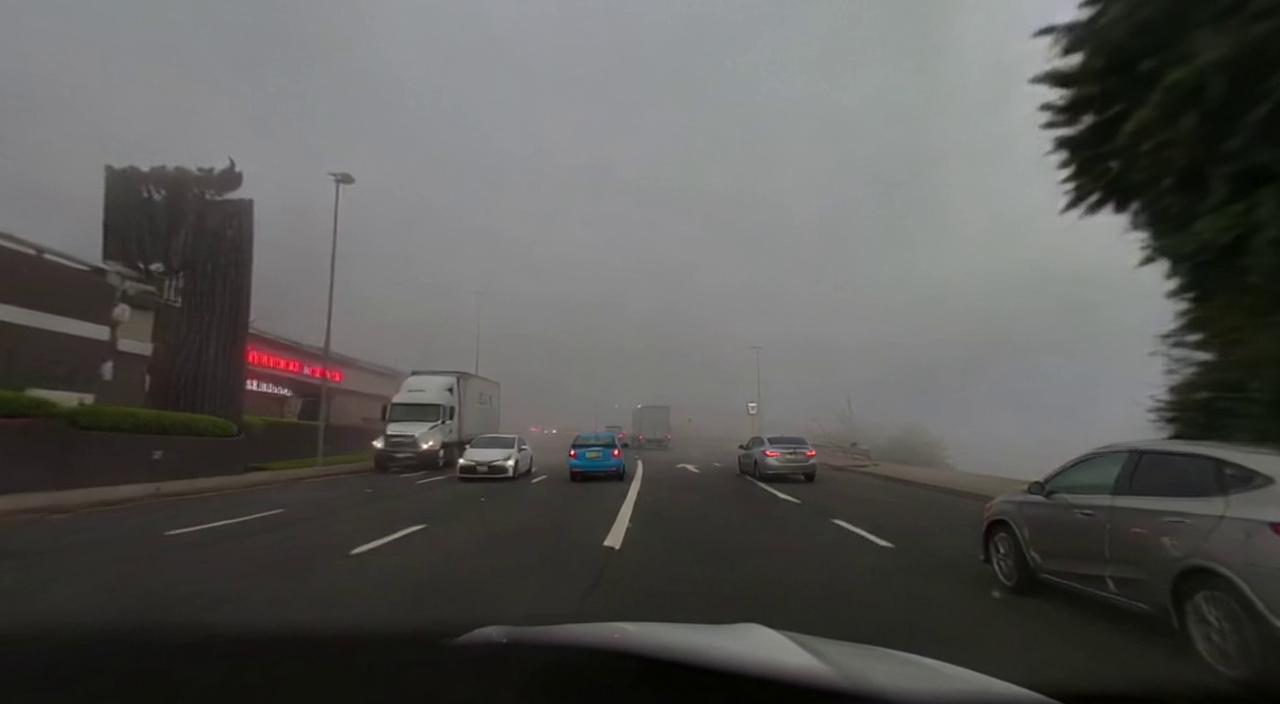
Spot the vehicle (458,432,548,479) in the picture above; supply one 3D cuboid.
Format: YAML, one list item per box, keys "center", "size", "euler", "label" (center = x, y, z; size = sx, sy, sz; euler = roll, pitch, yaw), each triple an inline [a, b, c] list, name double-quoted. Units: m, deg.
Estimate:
- center: [-4.499, 3.458, 21.423]
  size: [1.964, 1.428, 4.481]
  euler: [0, -8, 1]
  label: "vehicle"

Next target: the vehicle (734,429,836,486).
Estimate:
- center: [4.095, 3.022, 18.480]
  size: [1.889, 1.480, 3.876]
  euler: [1, -8, -3]
  label: "vehicle"

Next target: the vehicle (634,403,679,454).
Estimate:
- center: [1.096, 5.674, 46.350]
  size: [2.917, 3.482, 6.946]
  euler: [0, -8, -2]
  label: "vehicle"

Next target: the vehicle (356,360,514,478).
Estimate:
- center: [-7.703, 2.859, 25.683]
  size: [2.986, 3.821, 10.059]
  euler: [0, -8, 0]
  label: "vehicle"

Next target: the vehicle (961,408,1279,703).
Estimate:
- center: [3.863, 1.034, 3.221]
  size: [2.081, 1.434, 4.833]
  euler: [0, -8, 3]
  label: "vehicle"

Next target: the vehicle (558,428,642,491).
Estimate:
- center: [-0.986, 2.801, 16.787]
  size: [1.991, 1.472, 3.518]
  euler: [0, -8, -1]
  label: "vehicle"
